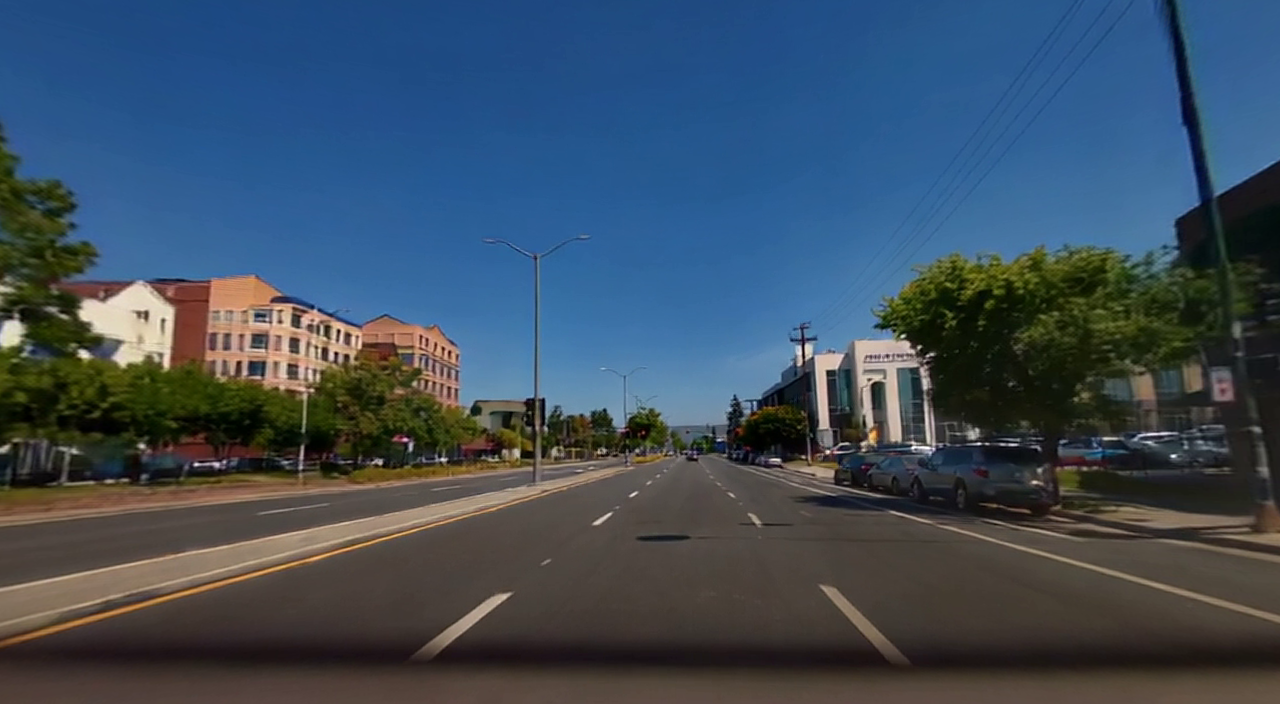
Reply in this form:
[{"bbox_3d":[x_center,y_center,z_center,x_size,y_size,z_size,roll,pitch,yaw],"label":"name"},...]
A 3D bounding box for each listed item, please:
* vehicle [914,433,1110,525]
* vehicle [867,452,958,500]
[{"bbox_3d":[8.668,2.944,15.342,2.152,1.869,4.476,0,-8,2],"label":"vehicle"},{"bbox_3d":[9.347,4.245,22.017,1.714,1.439,4.020,-1,-8,6],"label":"vehicle"}]
